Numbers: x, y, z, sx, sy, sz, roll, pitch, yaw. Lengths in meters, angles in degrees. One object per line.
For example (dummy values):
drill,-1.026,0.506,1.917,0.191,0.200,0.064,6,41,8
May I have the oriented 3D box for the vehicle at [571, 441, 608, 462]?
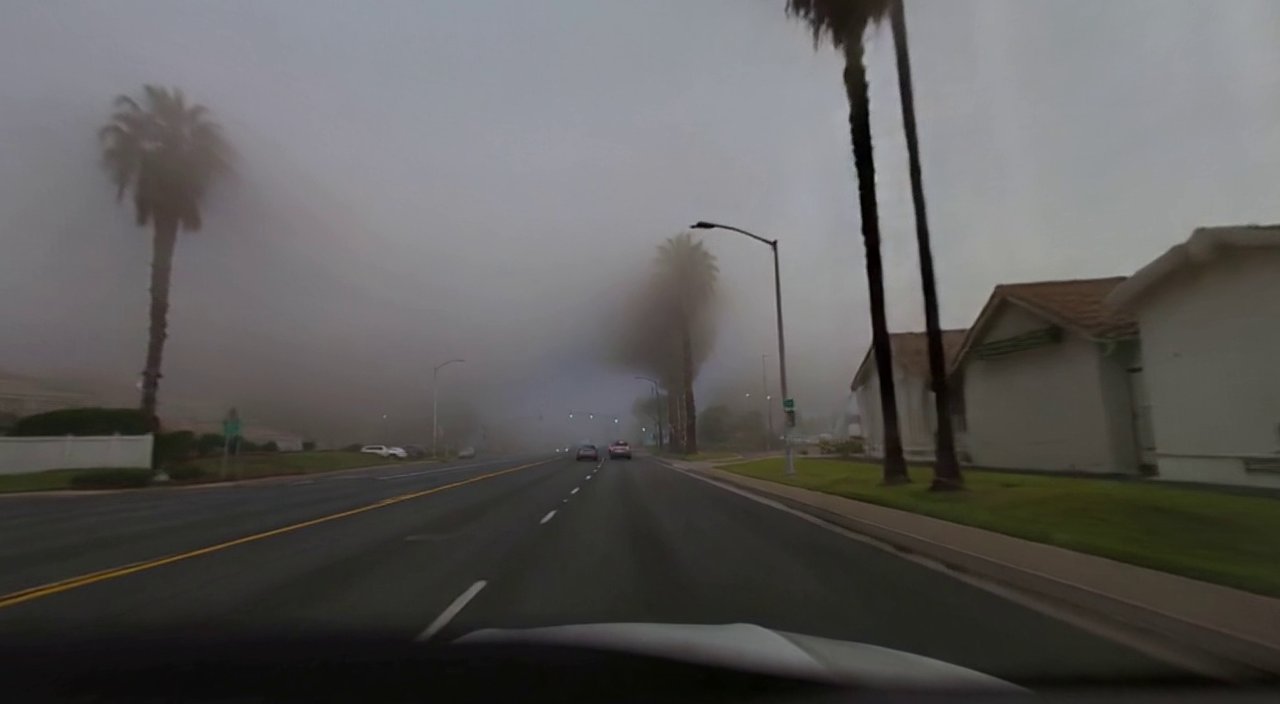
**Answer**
vehicle,-3.820,7.633,48.641,2.060,1.526,3.859,-1,-8,7
